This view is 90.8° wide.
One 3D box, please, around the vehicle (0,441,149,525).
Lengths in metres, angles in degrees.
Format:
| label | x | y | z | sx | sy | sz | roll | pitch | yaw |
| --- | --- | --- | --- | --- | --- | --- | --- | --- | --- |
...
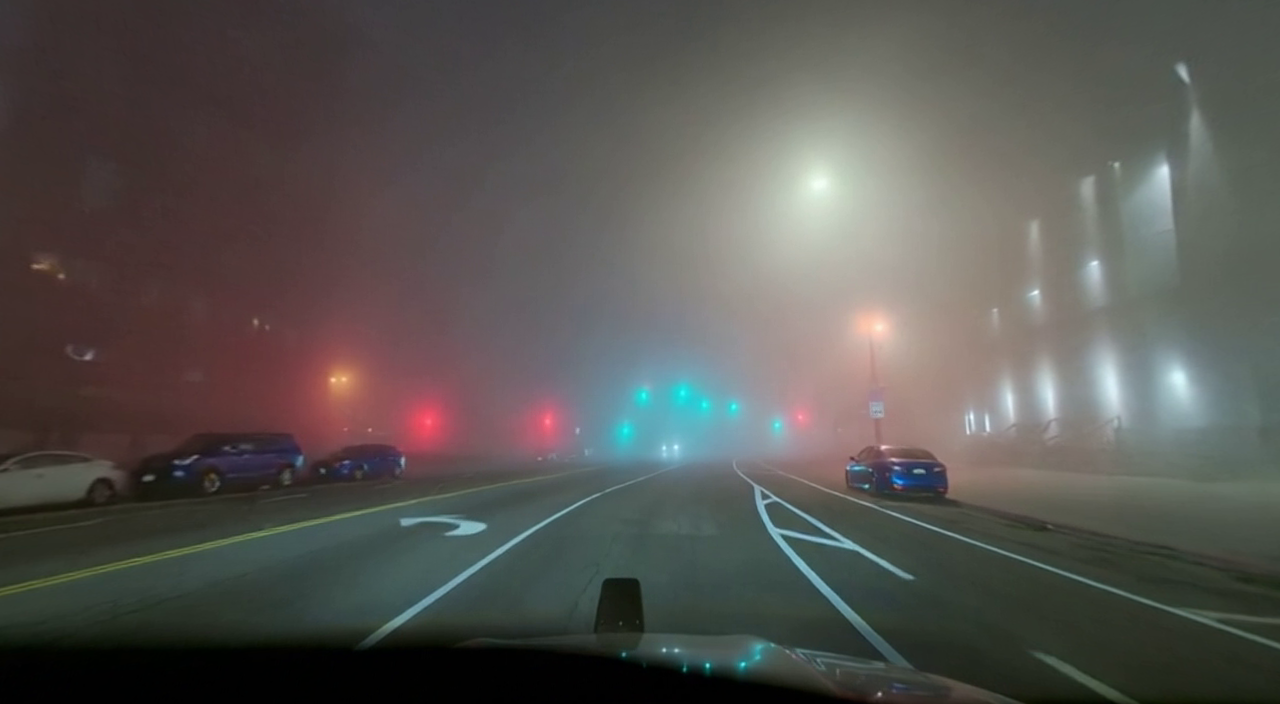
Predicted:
| label | x | y | z | sx | sy | sz | roll | pitch | yaw |
| --- | --- | --- | --- | --- | --- | --- | --- | --- | --- |
| vehicle | -12.424 | 2.508 | 12.359 | 1.830 | 1.497 | 4.436 | -1 | -8 | 4 |

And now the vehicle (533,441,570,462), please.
| label | x | y | z | sx | sy | sz | roll | pitch | yaw |
| --- | --- | --- | --- | --- | --- | --- | --- | --- | --- |
| vehicle | -6.873 | 7.777 | 49.383 | 1.868 | 1.520 | 3.796 | -1 | -8 | 7 |

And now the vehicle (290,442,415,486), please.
| label | x | y | z | sx | sy | sz | roll | pitch | yaw |
| --- | --- | --- | --- | --- | --- | --- | --- | --- | --- |
| vehicle | -10.782 | 4.218 | 24.199 | 1.894 | 1.493 | 4.902 | -1 | -8 | 9 |

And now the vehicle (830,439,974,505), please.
| label | x | y | z | sx | sy | sz | roll | pitch | yaw |
| --- | --- | --- | --- | --- | --- | --- | --- | --- | --- |
| vehicle | 6.723 | 3.098 | 16.970 | 2.010 | 1.473 | 5.353 | -1 | -8 | 5 |

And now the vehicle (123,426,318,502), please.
| label | x | y | z | sx | sy | sz | roll | pitch | yaw |
| --- | --- | --- | --- | --- | --- | --- | --- | --- | --- |
| vehicle | -11.745 | 3.151 | 18.211 | 2.083 | 1.882 | 4.642 | -1 | -8 | 6 |
